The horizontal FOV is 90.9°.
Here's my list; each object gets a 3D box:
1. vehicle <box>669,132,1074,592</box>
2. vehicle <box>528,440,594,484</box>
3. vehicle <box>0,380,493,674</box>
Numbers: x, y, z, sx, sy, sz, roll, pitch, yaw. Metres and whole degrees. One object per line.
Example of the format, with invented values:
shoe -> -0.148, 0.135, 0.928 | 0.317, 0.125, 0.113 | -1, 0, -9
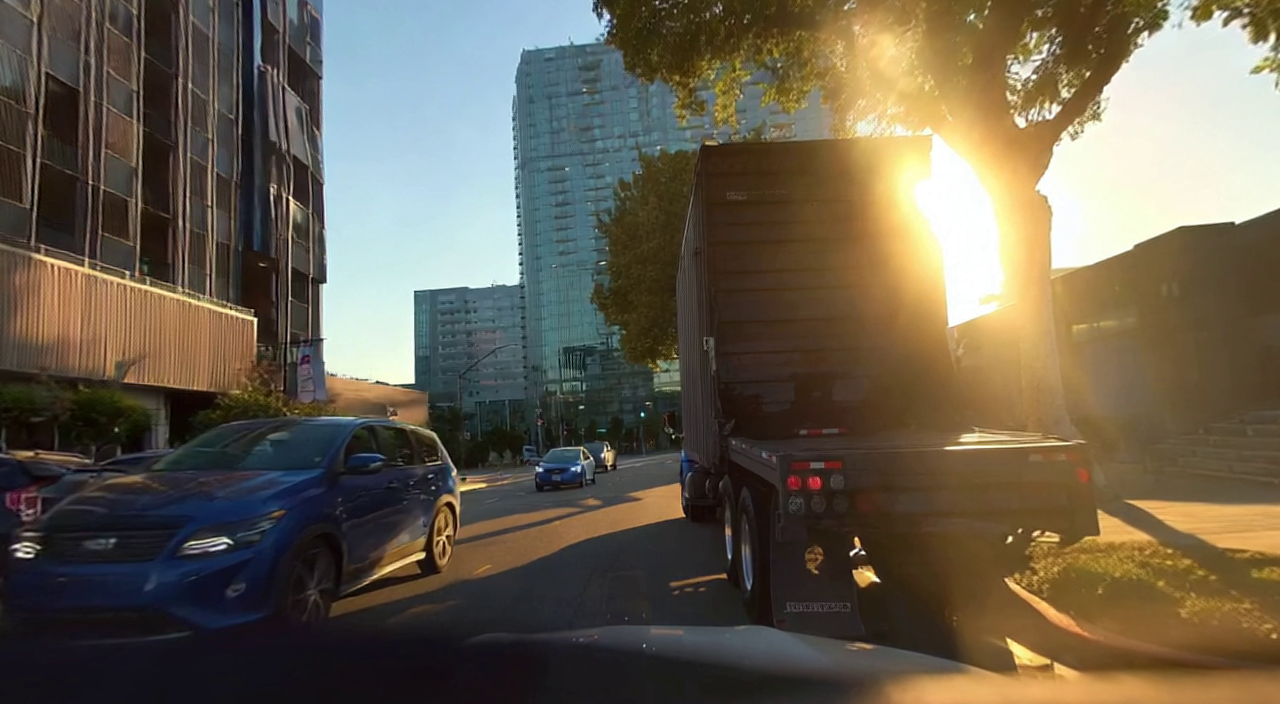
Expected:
vehicle -> 2.526, 0.832, 11.333 | 3.320, 4.034, 11.553 | -1, -8, 6
vehicle -> -3.037, 4.321, 25.055 | 2.183, 1.563, 4.257 | 0, -8, -2
vehicle -> -3.263, 1.427, 6.381 | 2.223, 1.804, 4.746 | 0, -8, 2
